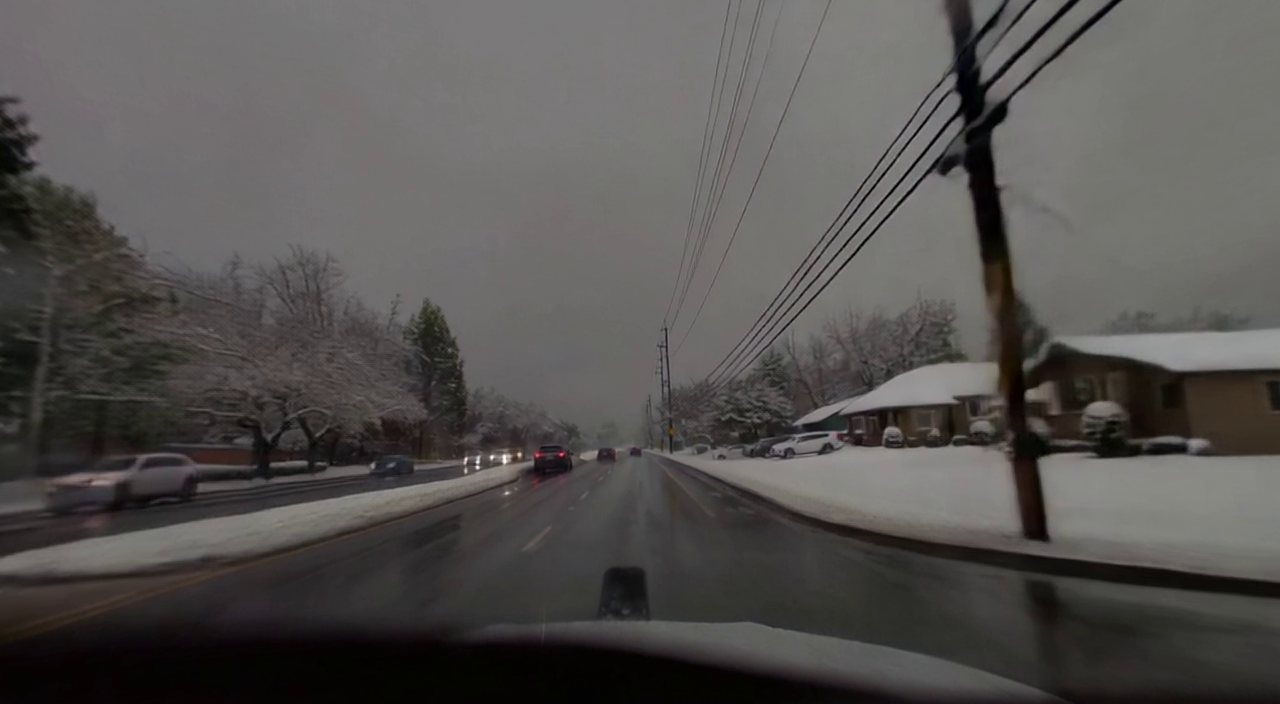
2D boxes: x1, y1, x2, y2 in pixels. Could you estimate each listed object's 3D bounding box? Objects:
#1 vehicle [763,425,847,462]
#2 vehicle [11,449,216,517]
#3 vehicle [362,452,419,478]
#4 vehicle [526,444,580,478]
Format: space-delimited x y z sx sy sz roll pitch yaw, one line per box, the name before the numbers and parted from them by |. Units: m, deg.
vehicle | 10.653 5.972 40.967 4.610 1.853 2.265 -6 -9 -4
vehicle | -14.731 3.639 18.095 1.948 1.632 4.579 1 -9 -2
vehicle | -16.163 7.310 41.046 1.890 1.490 4.494 1 -9 0
vehicle | -4.112 5.223 30.559 2.084 1.466 4.522 1 -9 -2
